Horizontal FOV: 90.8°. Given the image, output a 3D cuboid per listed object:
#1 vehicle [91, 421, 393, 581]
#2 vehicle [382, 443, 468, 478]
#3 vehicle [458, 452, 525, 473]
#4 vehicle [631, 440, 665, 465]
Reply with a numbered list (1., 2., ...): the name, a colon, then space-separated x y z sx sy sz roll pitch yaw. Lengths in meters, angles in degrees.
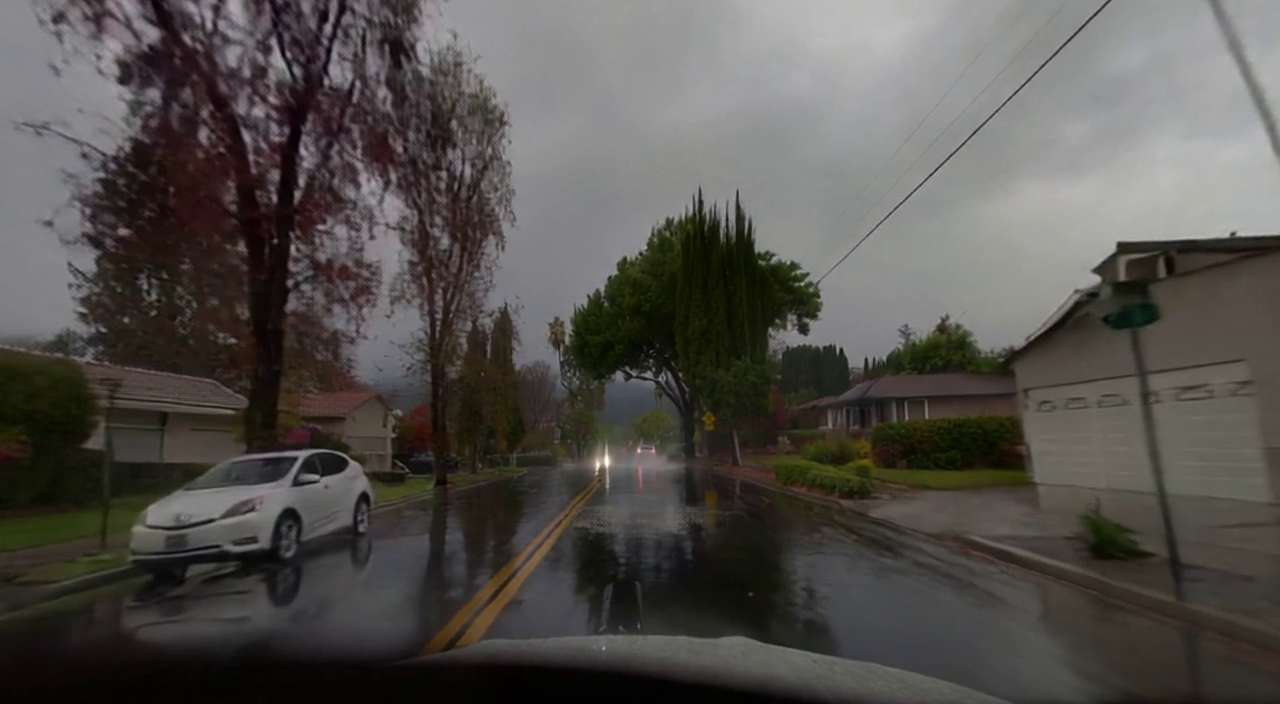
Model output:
1. vehicle: -5.767 2.216 10.017 2.027 1.803 4.306 -4 -10 -1
2. vehicle: -16.290 8.208 48.026 5.586 2.532 2.444 -2 -8 10
3. vehicle: -11.624 8.669 49.640 4.676 1.484 2.068 -2 -8 14
4. vehicle: 0.464 6.336 40.099 2.022 1.481 4.050 0 -8 -1
